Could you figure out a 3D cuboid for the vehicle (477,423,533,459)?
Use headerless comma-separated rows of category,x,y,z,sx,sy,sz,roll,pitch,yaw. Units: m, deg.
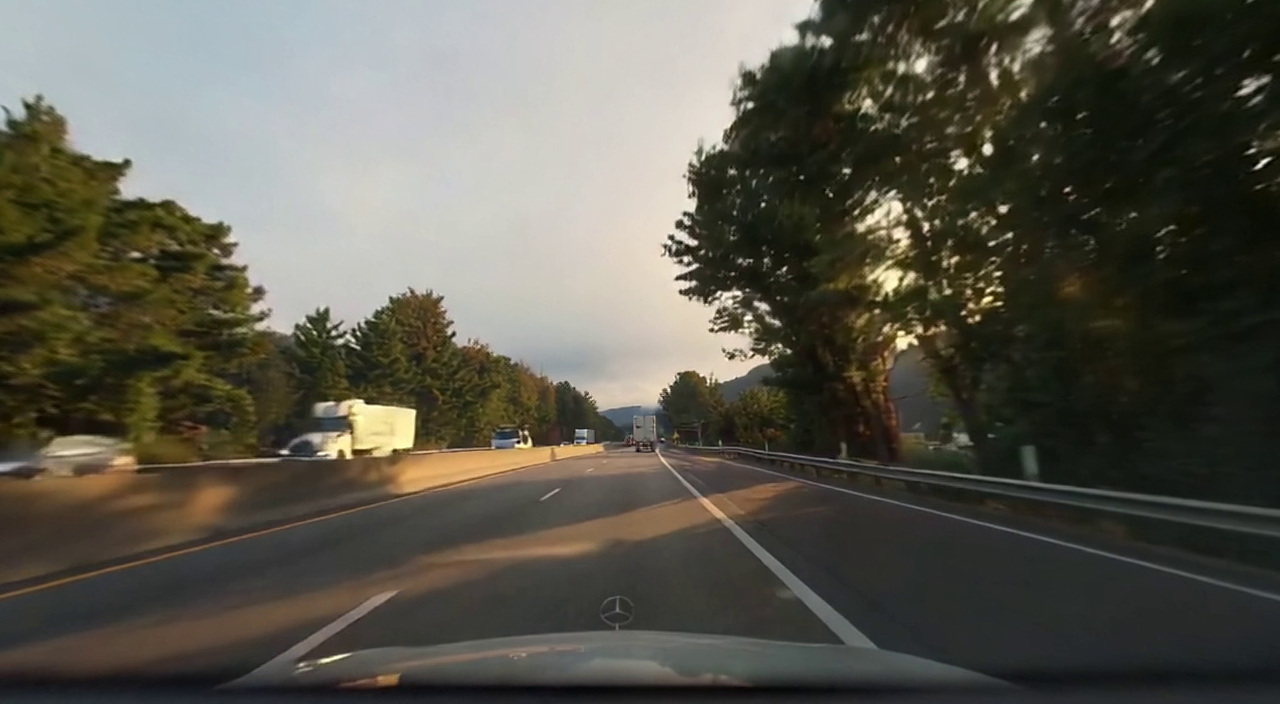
vehicle,-10.519,7.024,49.762,2.722,2.626,7.004,-1,-8,1

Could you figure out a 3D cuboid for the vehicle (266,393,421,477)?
vehicle,-14.458,4.258,32.025,2.973,3.589,9.822,-1,-8,1
